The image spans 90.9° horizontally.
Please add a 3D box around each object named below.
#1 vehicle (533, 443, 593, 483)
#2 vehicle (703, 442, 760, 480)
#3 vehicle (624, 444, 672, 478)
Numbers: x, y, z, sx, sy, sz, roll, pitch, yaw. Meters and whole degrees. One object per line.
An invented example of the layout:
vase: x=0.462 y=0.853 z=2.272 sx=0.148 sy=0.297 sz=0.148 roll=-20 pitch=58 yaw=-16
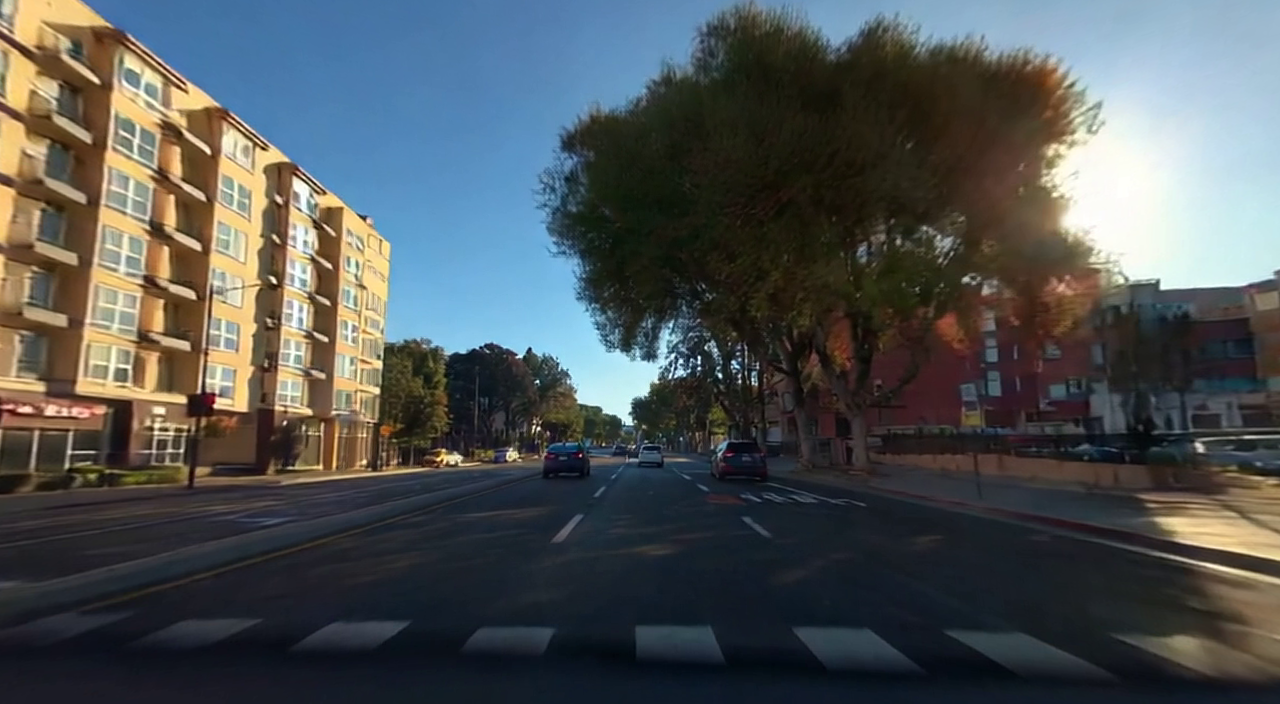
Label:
vehicle: x=-3.037 y=4.468 z=25.660 sx=1.860 sy=1.510 sz=4.073 roll=0 pitch=-9 yaw=1
vehicle: x=4.154 y=5.019 z=29.342 sx=1.987 sy=1.637 sz=3.896 roll=0 pitch=-9 yaw=-1
vehicle: x=0.323 y=5.097 z=29.686 sx=2.103 sy=1.468 sz=4.094 roll=0 pitch=-9 yaw=-1
